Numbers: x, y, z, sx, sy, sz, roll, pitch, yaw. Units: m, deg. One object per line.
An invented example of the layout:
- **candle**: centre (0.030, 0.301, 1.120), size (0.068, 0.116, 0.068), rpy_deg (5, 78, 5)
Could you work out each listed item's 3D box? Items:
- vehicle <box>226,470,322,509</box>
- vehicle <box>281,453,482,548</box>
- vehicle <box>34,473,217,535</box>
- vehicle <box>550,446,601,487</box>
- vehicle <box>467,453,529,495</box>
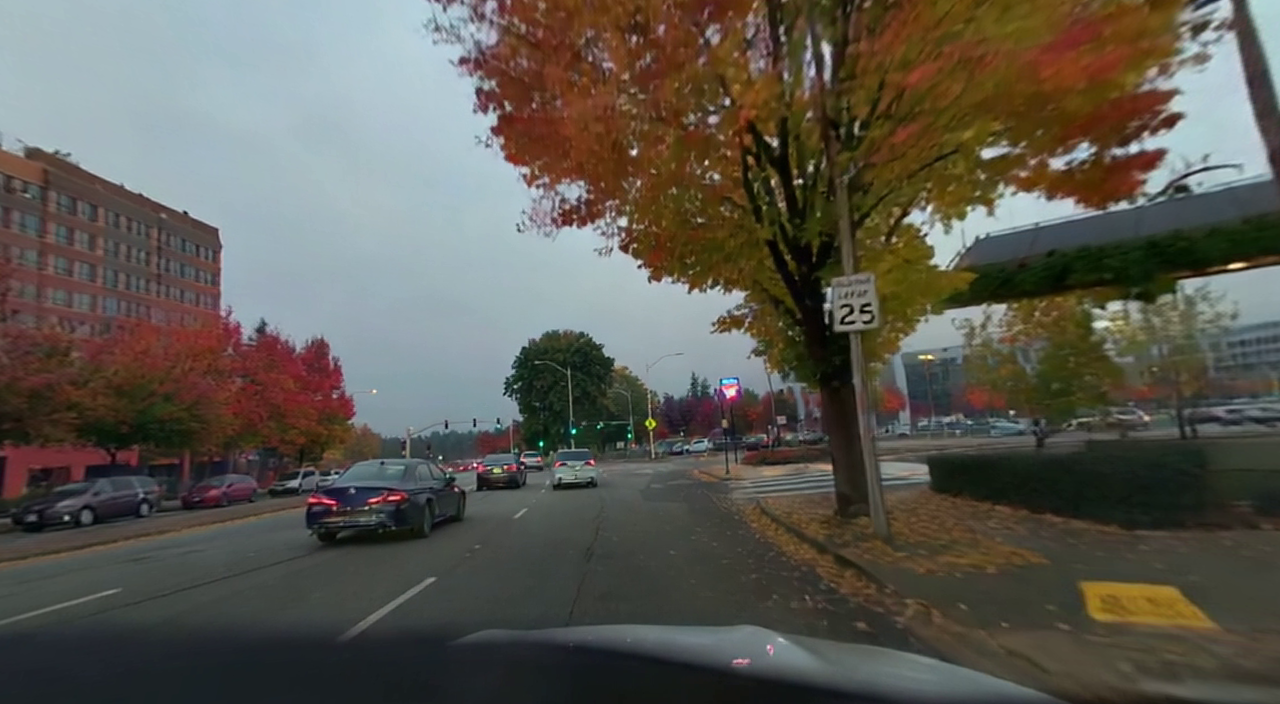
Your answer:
- **vehicle**: centre (-16.743, 6.284, 29.129), size (2.010, 1.530, 4.534), rpy_deg (1, -9, -5)
- **vehicle**: centre (-4.848, 2.836, 12.884), size (2.090, 1.506, 5.326), rpy_deg (1, -9, -3)
- **vehicle**: centre (-16.157, 4.757, 20.205), size (1.968, 1.574, 4.683), rpy_deg (1, -9, -1)
- **vehicle**: centre (-3.042, 5.220, 28.960), size (2.144, 1.704, 4.028), rpy_deg (2, -9, -8)
- **vehicle**: centre (-5.732, 4.945, 25.929), size (1.974, 1.549, 4.603), rpy_deg (2, -9, -7)
